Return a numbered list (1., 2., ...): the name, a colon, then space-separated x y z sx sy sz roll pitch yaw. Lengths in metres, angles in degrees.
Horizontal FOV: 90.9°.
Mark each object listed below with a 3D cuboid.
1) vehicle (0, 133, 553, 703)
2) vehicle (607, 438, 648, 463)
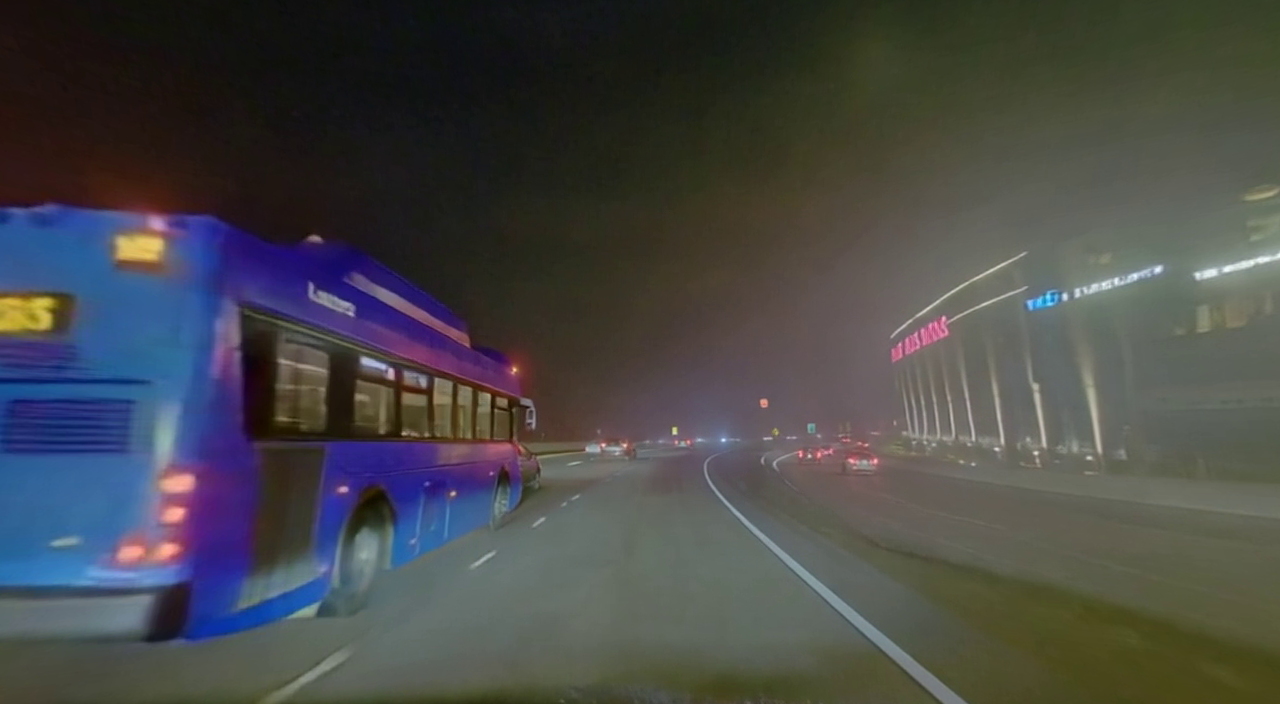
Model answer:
1. vehicle: -3.146 0.946 7.292 2.888 2.944 8.373 -1 -9 2
2. vehicle: -0.720 6.292 40.306 1.928 1.455 4.361 -2 -9 8
